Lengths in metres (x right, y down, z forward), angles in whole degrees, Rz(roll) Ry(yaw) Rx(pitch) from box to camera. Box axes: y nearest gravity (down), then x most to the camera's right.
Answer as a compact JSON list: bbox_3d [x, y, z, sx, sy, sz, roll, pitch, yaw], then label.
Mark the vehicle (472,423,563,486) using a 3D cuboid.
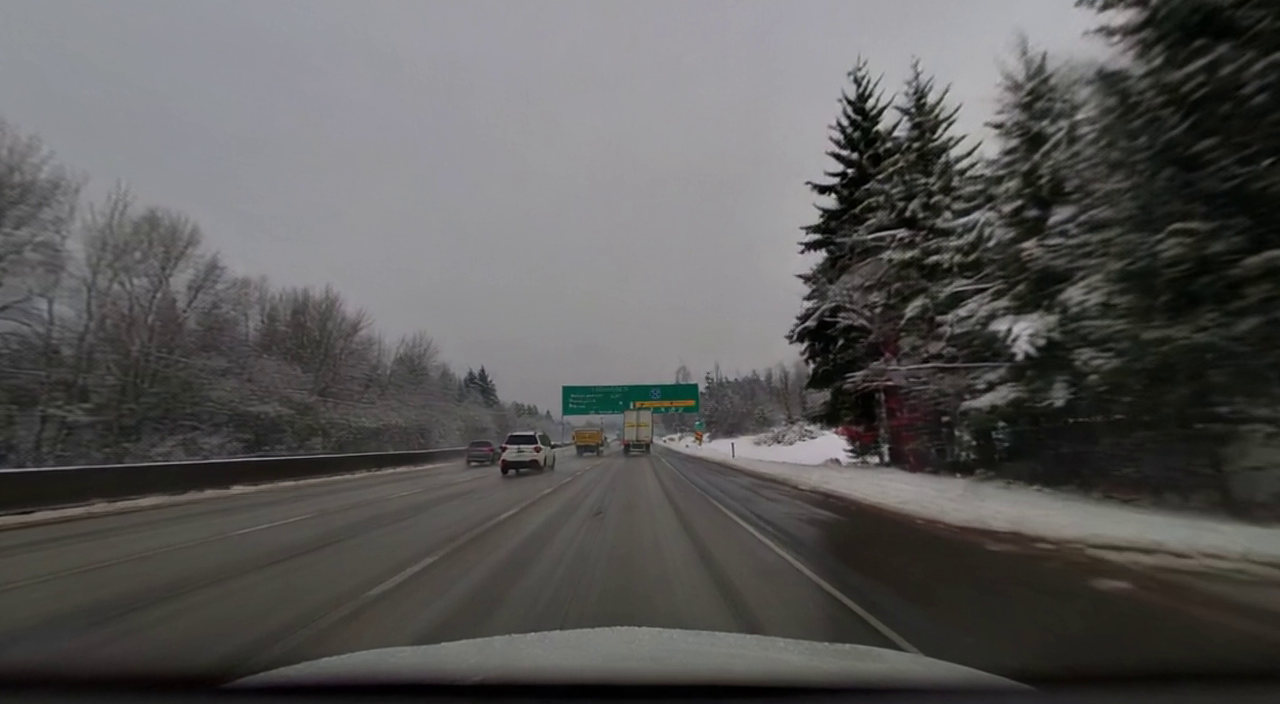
[{"bbox_3d":[-3.947,3.404,21.266,2.127,1.839,4.984,0,-8,-1],"label":"vehicle"}]
